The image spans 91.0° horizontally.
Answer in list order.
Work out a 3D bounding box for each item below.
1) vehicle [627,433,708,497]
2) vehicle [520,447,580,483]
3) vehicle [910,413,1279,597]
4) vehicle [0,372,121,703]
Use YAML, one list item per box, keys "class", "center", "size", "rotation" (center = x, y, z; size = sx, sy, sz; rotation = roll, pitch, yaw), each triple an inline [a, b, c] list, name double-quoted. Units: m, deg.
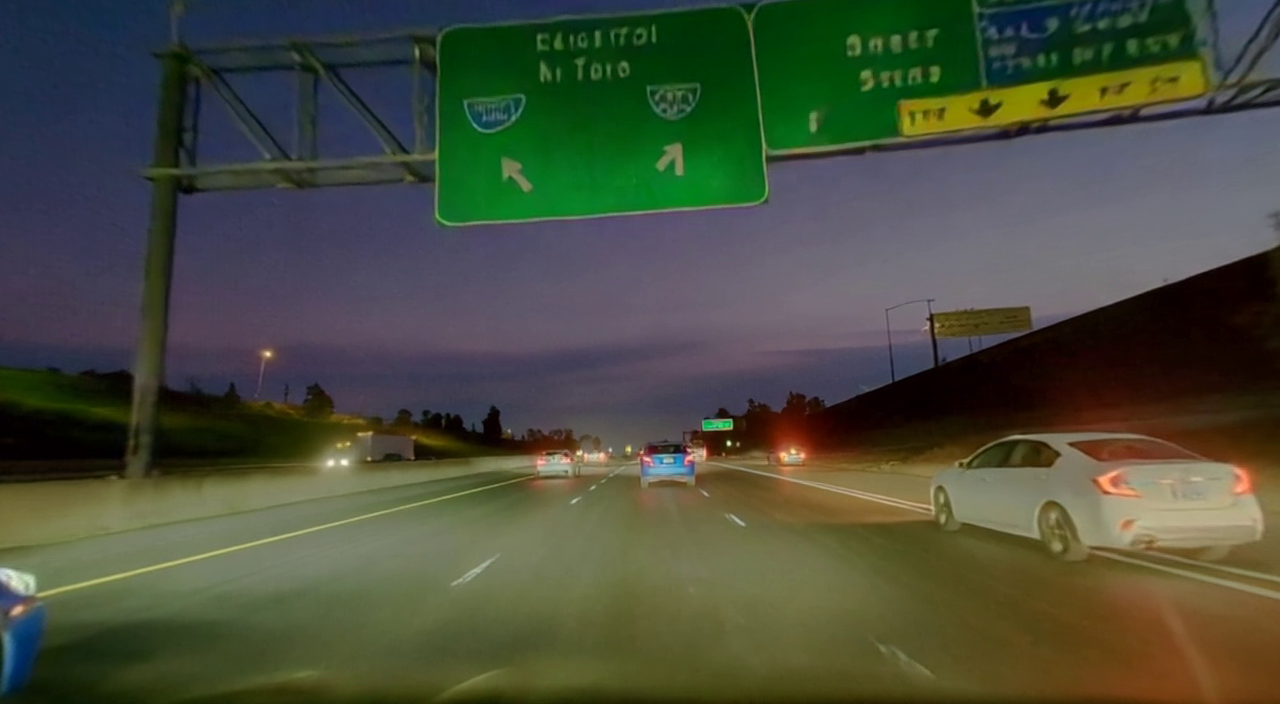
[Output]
- class: "vehicle"
  center: [0.712, 3.476, 19.632]
  size: [2.202, 1.748, 4.158]
  rotation: [0, -9, -2]
- class: "vehicle"
  center: [-3.975, 5.070, 28.452]
  size: [2.031, 1.491, 4.145]
  rotation: [0, -9, 1]
- class: "vehicle"
  center: [5.461, 1.738, 7.979]
  size: [2.055, 1.656, 4.370]
  rotation: [0, -9, -1]
- class: "vehicle"
  center: [-3.964, 0.654, 1.173]
  size: [2.160, 1.639, 4.431]
  rotation: [0, -9, 0]
